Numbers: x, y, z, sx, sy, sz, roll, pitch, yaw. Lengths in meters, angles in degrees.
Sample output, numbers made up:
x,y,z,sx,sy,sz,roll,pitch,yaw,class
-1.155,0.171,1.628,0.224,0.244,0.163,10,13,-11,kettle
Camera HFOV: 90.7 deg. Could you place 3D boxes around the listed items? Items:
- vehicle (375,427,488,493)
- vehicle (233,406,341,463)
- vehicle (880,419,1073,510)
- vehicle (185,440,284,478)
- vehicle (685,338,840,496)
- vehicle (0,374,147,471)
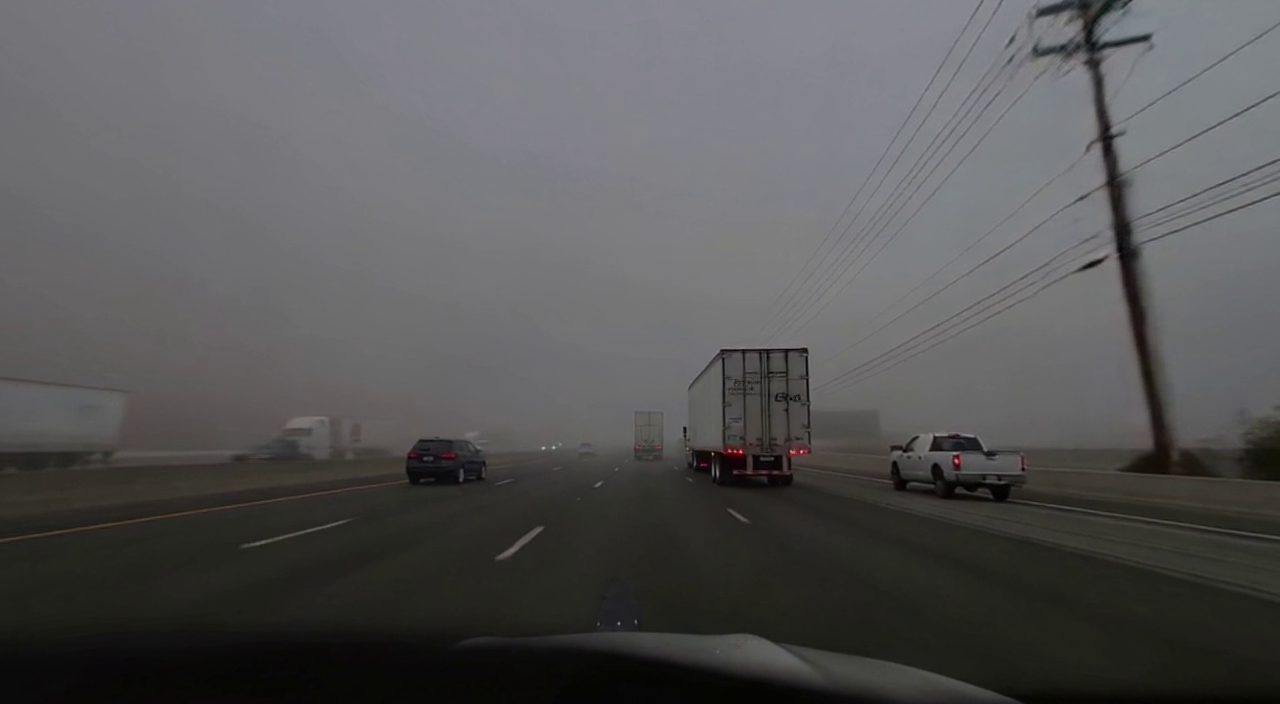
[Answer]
x,y,z,sx,sy,sz,roll,pitch,yaw,class
-6.551,3.457,20.535,2.004,1.846,4.739,0,-9,0,vehicle
-27.070,6.519,49.246,2.998,3.998,8.850,0,-9,2,vehicle
7.829,2.665,15.400,2.115,1.844,4.522,0,-9,-1,vehicle
-16.346,4.315,25.717,1.574,1.415,3.508,0,-9,1,vehicle
3.785,2.916,24.851,2.892,4.152,16.575,0,-9,0,vehicle
-28.285,2.857,25.786,2.860,4.013,16.437,0,-9,1,vehicle
